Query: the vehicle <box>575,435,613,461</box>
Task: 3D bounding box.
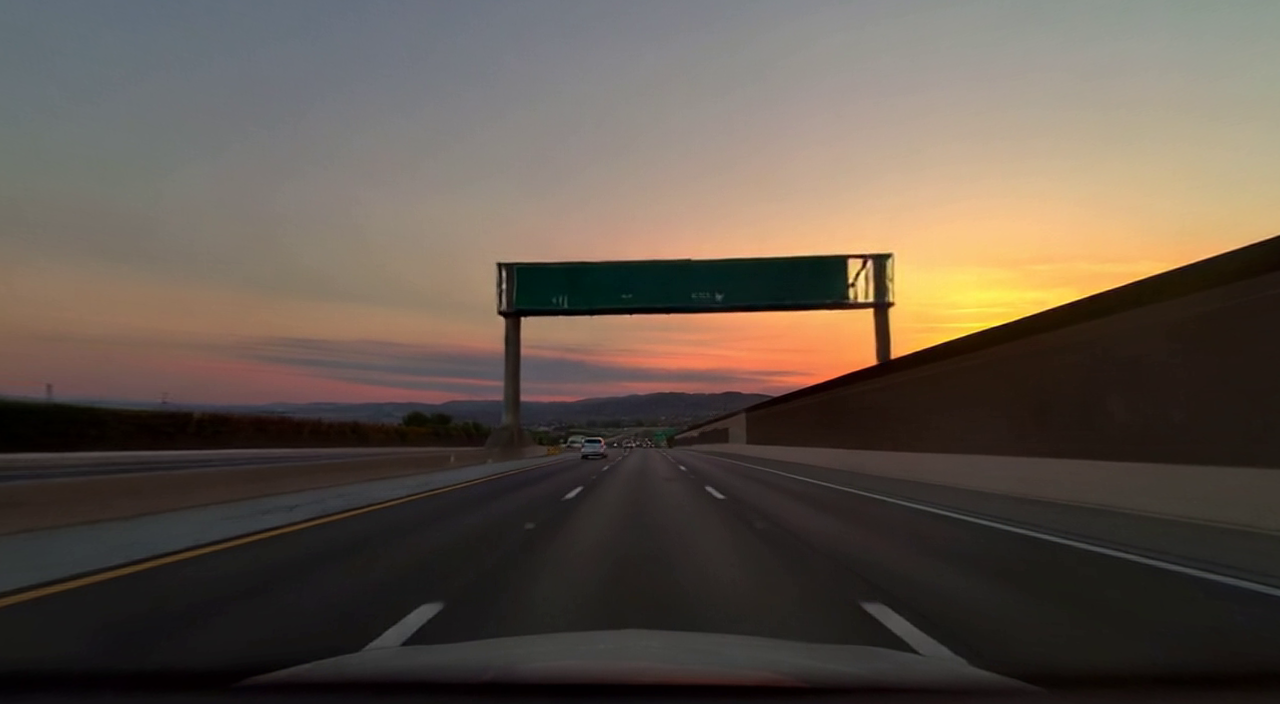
[{"bbox_3d":[-3.079,6.513,42.871,2.189,1.707,4.692,0,-8,1],"label":"vehicle"}]
